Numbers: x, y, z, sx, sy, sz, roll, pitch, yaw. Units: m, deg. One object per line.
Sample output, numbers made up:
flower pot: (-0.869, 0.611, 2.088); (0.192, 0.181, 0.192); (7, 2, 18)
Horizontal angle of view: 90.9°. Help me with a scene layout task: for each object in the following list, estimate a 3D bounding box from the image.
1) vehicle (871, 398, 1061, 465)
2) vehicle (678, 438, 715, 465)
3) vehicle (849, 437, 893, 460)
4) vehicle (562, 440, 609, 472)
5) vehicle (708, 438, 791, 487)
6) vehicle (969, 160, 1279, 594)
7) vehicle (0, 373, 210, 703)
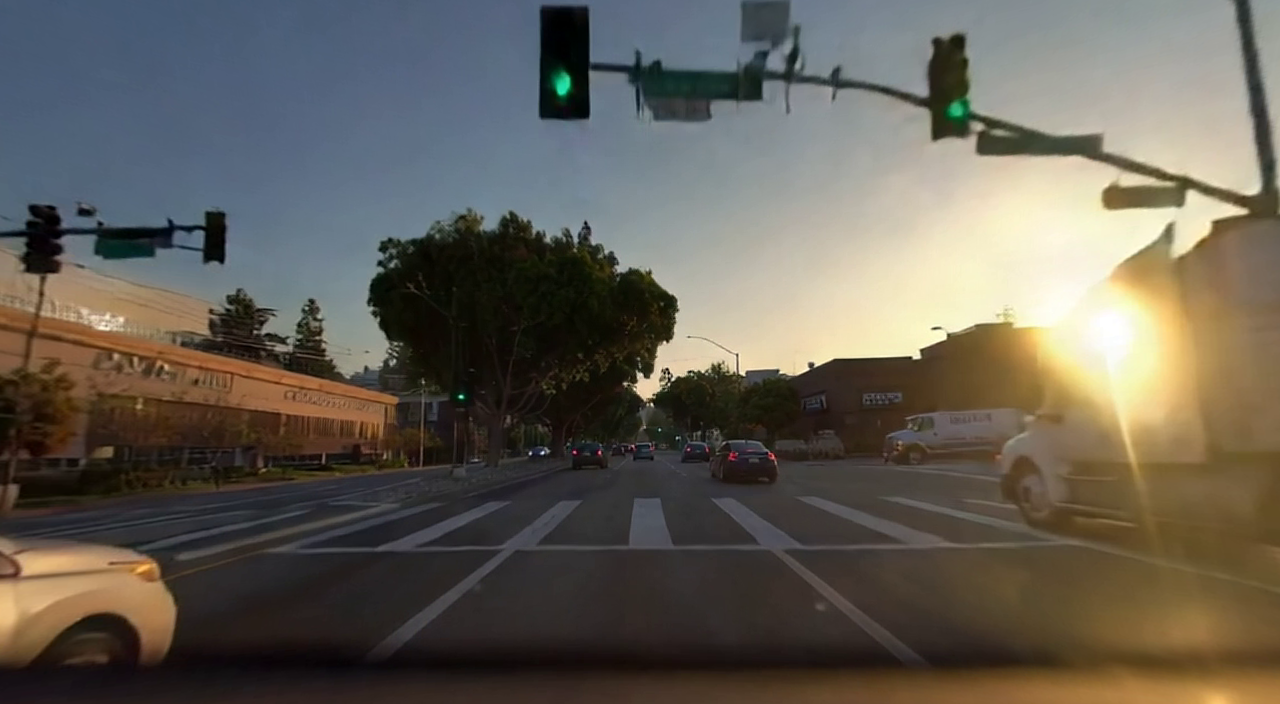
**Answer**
vehicle: (16.831, 4.235, 33.136); (8.201, 3.281, 2.759); (-1, -8, 7)
vehicle: (3.683, 6.580, 41.965); (2.050, 1.683, 3.990); (0, -8, 0)
vehicle: (14.446, 5.998, 39.227); (1.920, 1.346, 4.247); (-5, -9, 27)
vehicle: (-2.759, 5.336, 32.647); (2.003, 1.509, 4.396); (0, -8, 1)
vehicle: (3.563, 3.672, 21.280); (1.972, 1.452, 4.189); (0, -8, -1)
vehicle: (7.129, 0.309, 6.096); (3.159, 3.716, 8.959); (0, -8, 1)
vehicle: (-3.187, 0.638, 0.688); (2.024, 1.529, 4.741); (0, -8, 1)
